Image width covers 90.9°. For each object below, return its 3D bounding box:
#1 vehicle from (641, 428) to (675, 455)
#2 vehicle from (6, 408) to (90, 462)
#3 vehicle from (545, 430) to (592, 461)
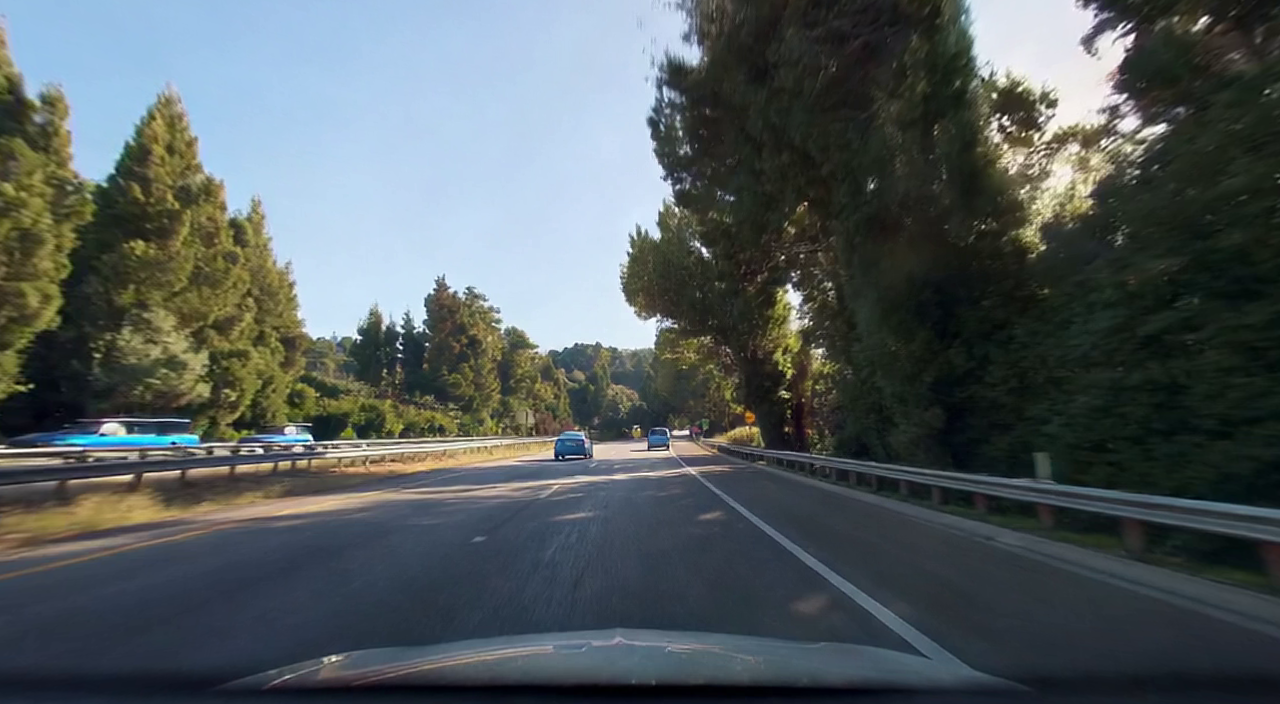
[{"bbox_3d":[1.084,5.668,39.869,2.041,1.618,3.898,0,-8,0],"label":"vehicle"},{"bbox_3d":[-43.915,6.150,46.825,2.910,3.837,3.156,1,-8,-6],"label":"vehicle"},{"bbox_3d":[-3.590,4.791,32.444,1.950,1.518,3.941,0,-8,0],"label":"vehicle"}]
